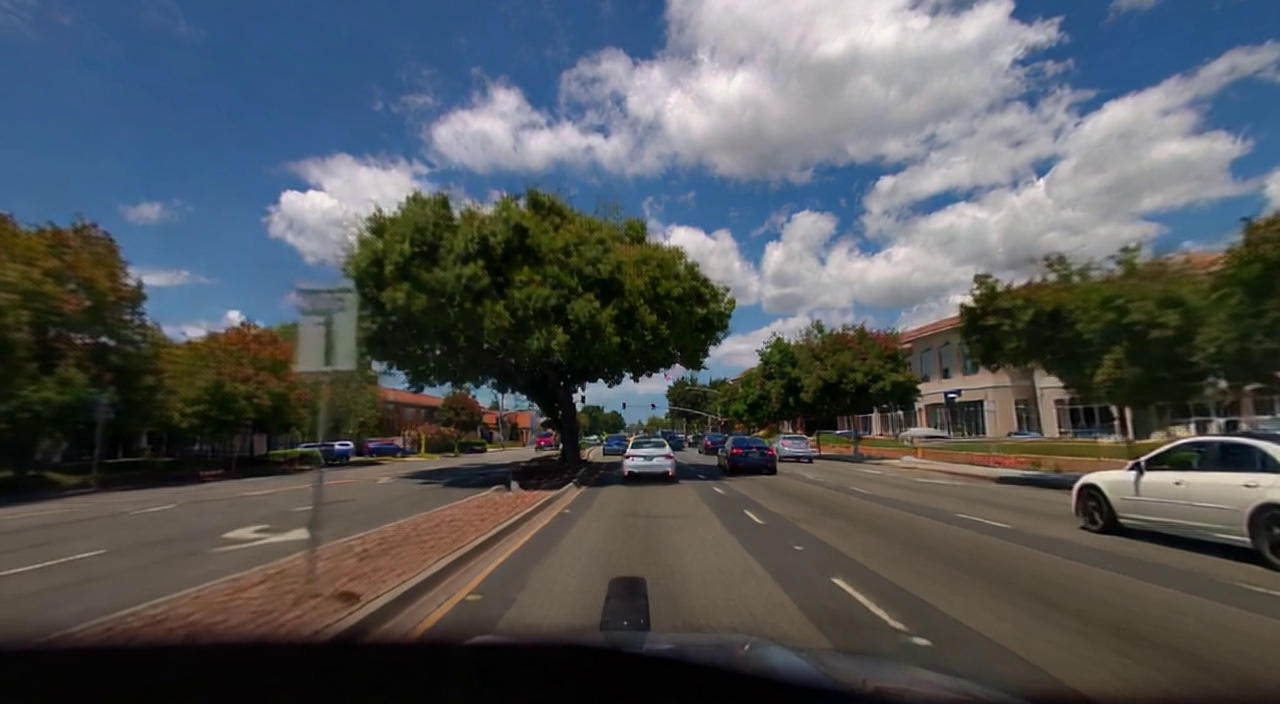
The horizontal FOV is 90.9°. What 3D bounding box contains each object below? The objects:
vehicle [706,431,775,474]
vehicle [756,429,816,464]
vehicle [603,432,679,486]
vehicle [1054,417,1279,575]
[{"bbox_3d":[3.787,3.875,24.520,1.988,1.528,4.144,0,-8,0],"label":"vehicle"},{"bbox_3d":[7.573,4.941,33.124,2.044,1.701,4.397,0,-8,0],"label":"vehicle"},{"bbox_3d":[0.064,3.215,19.283,2.096,1.473,3.893,0,-8,1],"label":"vehicle"},{"bbox_3d":[7.189,1.561,7.262,1.892,1.515,4.400,0,-8,1],"label":"vehicle"}]
